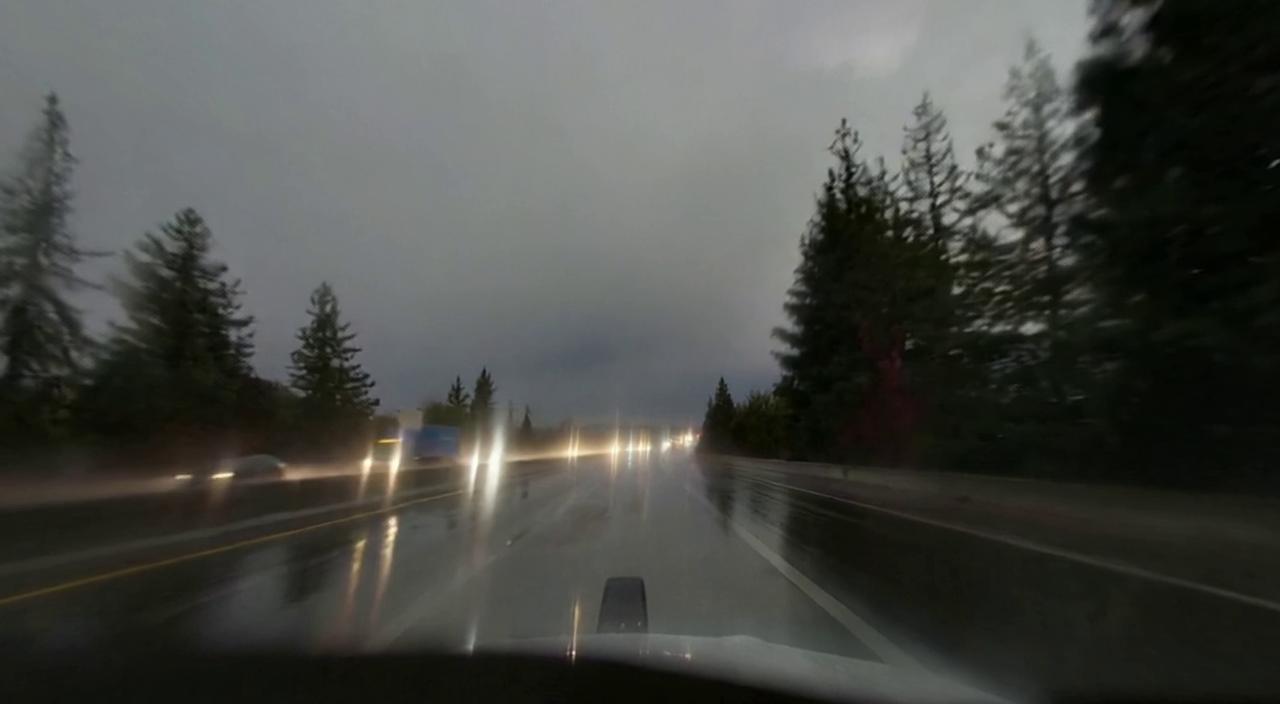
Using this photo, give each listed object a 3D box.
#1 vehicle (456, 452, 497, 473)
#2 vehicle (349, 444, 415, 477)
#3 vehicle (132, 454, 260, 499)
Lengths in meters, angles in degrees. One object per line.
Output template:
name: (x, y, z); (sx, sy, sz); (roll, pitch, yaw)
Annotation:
vehicle: (-11.802, 8.026, 45.834); (1.858, 1.452, 4.016); (0, -9, 1)
vehicle: (-16.325, 6.879, 40.164); (2.111, 1.993, 4.812); (0, -9, 1)
vehicle: (-15.849, 4.443, 22.764); (1.795, 1.442, 3.816); (0, -9, 0)
